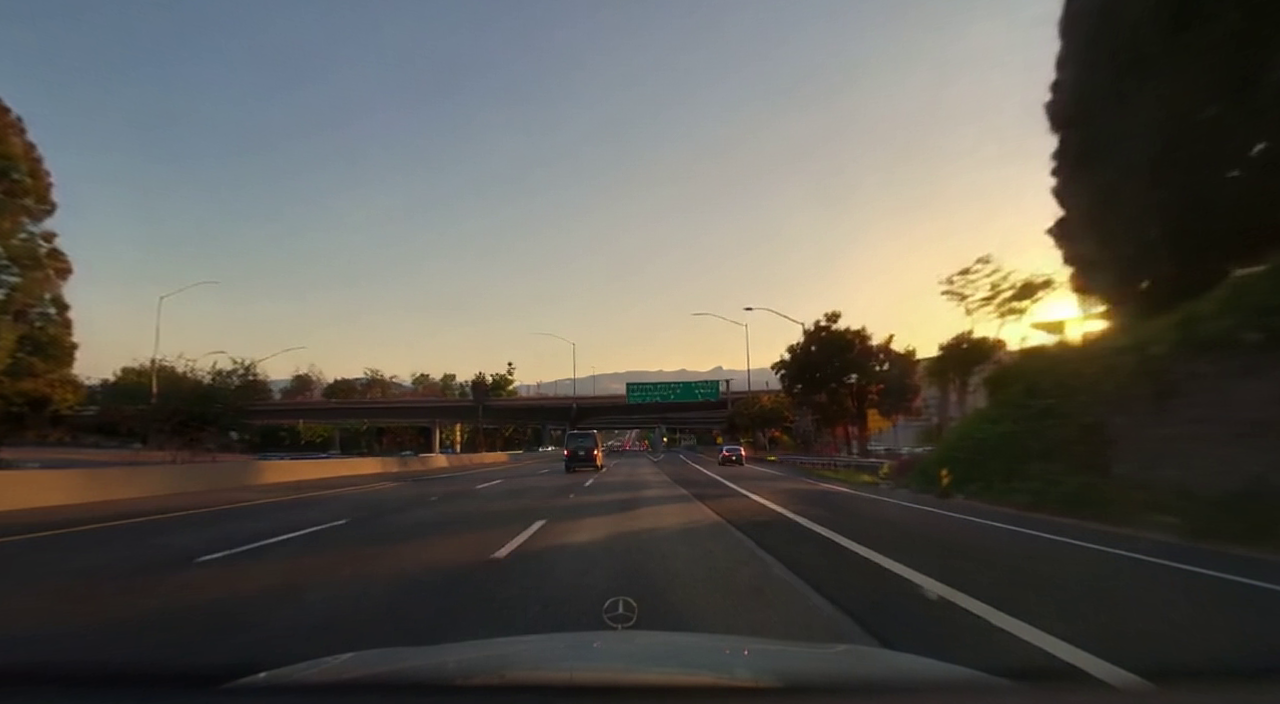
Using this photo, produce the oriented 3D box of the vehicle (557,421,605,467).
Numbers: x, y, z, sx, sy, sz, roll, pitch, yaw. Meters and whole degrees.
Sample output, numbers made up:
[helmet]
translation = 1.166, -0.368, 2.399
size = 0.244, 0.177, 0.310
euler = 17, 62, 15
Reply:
[vehicle]
translation = -4.016, 6.443, 44.320
size = 2.881, 2.937, 7.045
euler = 0, -8, -2
